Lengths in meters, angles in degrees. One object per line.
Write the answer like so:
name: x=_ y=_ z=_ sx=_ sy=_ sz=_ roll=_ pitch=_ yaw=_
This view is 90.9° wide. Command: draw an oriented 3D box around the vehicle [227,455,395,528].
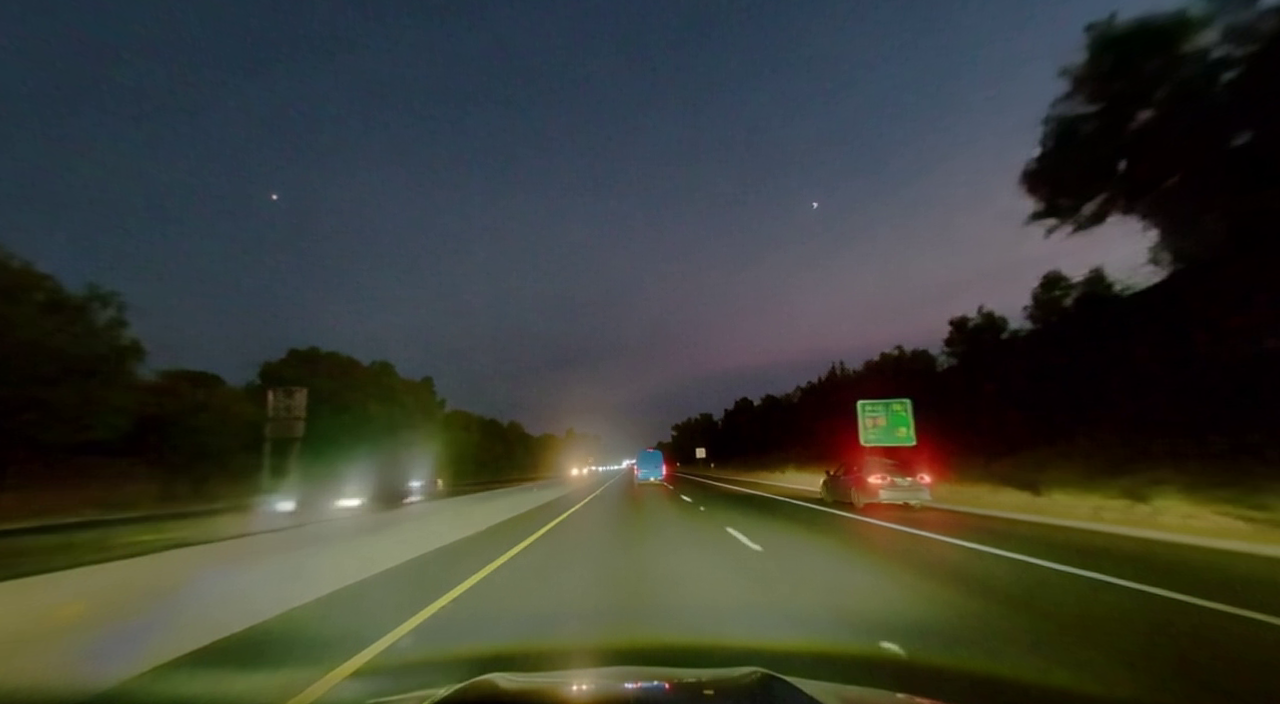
vehicle: x=-7.981 y=3.430 z=15.833 sx=1.980 sy=1.534 sz=4.116 roll=1 pitch=-10 yaw=0

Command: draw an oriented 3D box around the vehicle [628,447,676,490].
vehicle: x=0.592 y=6.496 z=35.055 sx=2.429 sy=2.167 sz=4.558 roll=1 pitch=-10 yaw=-1
